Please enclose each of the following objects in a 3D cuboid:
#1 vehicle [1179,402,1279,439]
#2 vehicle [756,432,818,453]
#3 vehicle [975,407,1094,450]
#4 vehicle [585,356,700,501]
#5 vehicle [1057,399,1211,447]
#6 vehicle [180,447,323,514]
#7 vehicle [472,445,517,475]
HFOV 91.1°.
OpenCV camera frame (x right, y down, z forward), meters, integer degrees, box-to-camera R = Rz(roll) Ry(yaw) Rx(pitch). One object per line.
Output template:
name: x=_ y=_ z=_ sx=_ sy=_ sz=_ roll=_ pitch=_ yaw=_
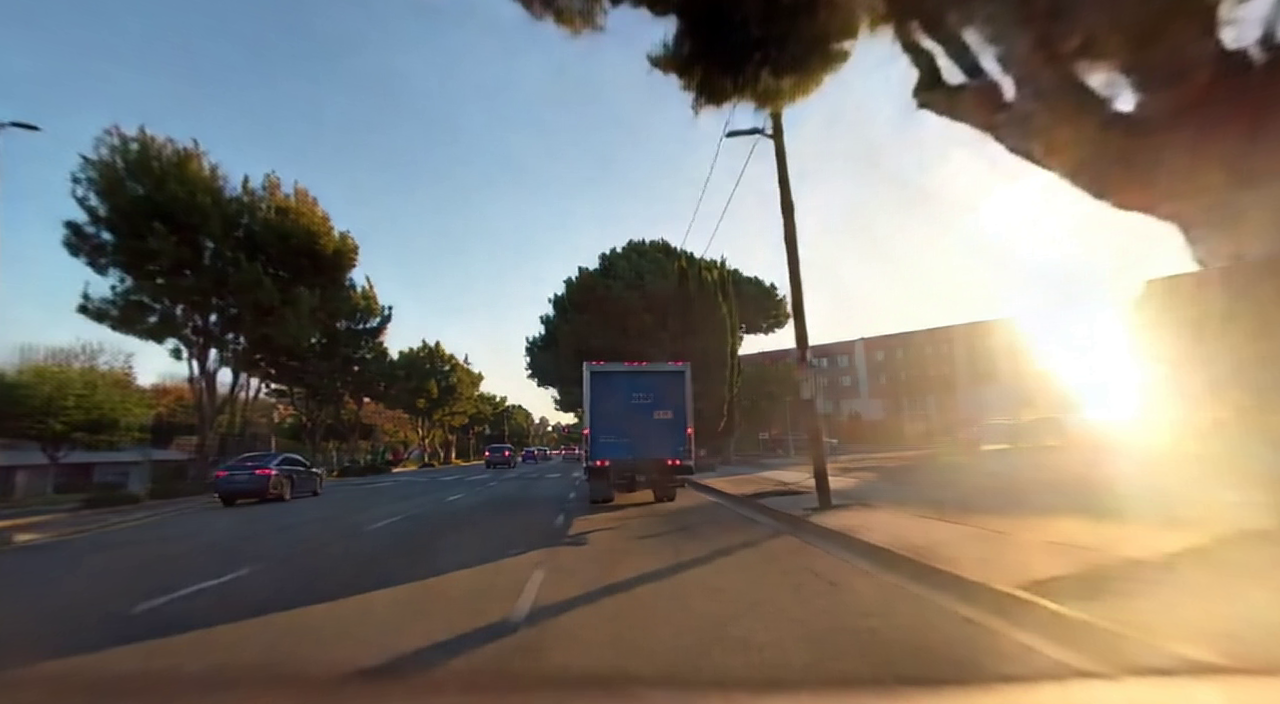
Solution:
vehicle: x=28.662 y=3.322 z=30.146 sx=1.827 sy=1.498 sz=3.785 roll=-3 pitch=-9 yaw=-7
vehicle: x=11.441 y=7.041 z=48.914 sx=4.321 sy=1.579 sz=1.823 roll=1 pitch=-8 yaw=-4
vehicle: x=17.984 y=3.583 z=28.948 sx=1.880 sy=1.804 sz=4.679 roll=1 pitch=-9 yaw=-9
vehicle: x=-0.321 y=2.577 z=20.318 sx=2.905 sy=3.644 sz=8.807 roll=1 pitch=-9 yaw=-5
vehicle: x=23.250 y=3.497 z=29.983 sx=2.220 sy=1.981 sz=5.827 roll=2 pitch=-9 yaw=-6
vehicle: x=-10.908 y=3.577 z=18.071 sx=1.958 sy=1.672 sz=4.283 roll=1 pitch=-9 yaw=-10
vehicle: x=-9.226 y=6.849 z=40.163 sx=2.095 sy=1.759 sz=4.433 roll=0 pitch=-9 yaw=-3
